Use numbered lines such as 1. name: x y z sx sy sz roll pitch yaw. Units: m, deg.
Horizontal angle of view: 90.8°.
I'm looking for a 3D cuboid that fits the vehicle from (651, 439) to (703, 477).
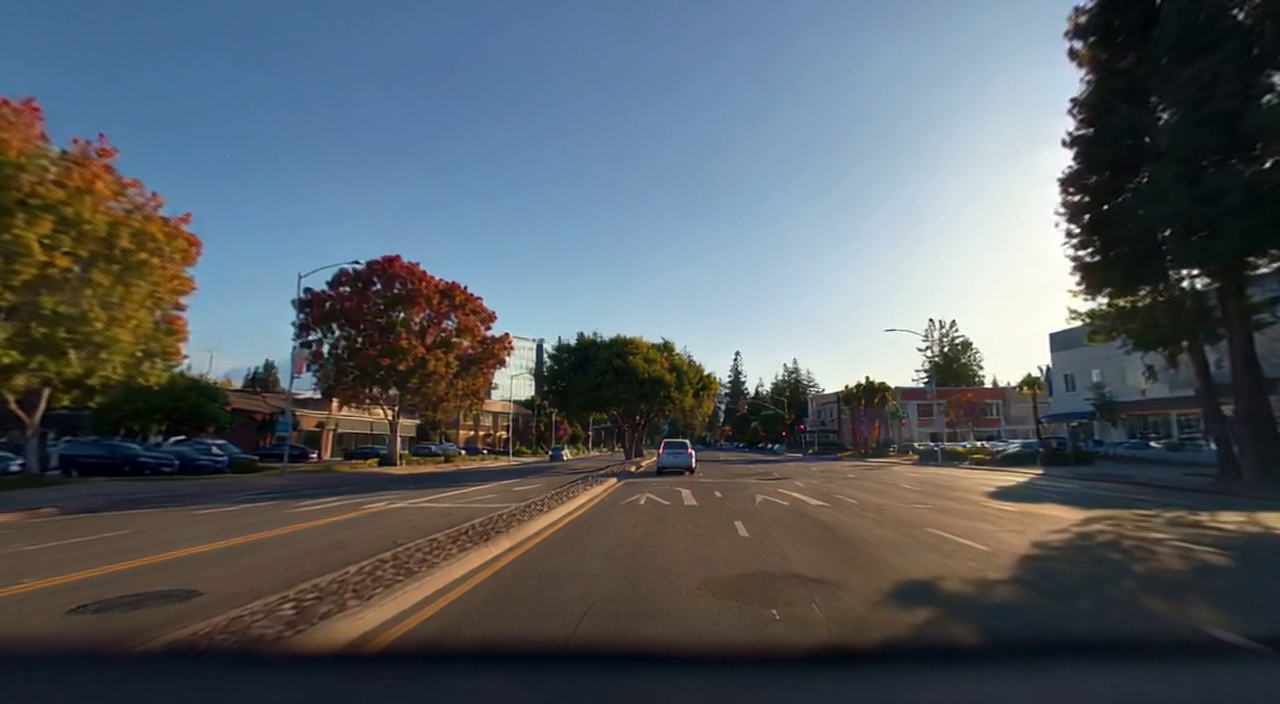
1. vehicle: 1.565 4.493 27.129 2.064 1.477 3.968 0 -8 3
